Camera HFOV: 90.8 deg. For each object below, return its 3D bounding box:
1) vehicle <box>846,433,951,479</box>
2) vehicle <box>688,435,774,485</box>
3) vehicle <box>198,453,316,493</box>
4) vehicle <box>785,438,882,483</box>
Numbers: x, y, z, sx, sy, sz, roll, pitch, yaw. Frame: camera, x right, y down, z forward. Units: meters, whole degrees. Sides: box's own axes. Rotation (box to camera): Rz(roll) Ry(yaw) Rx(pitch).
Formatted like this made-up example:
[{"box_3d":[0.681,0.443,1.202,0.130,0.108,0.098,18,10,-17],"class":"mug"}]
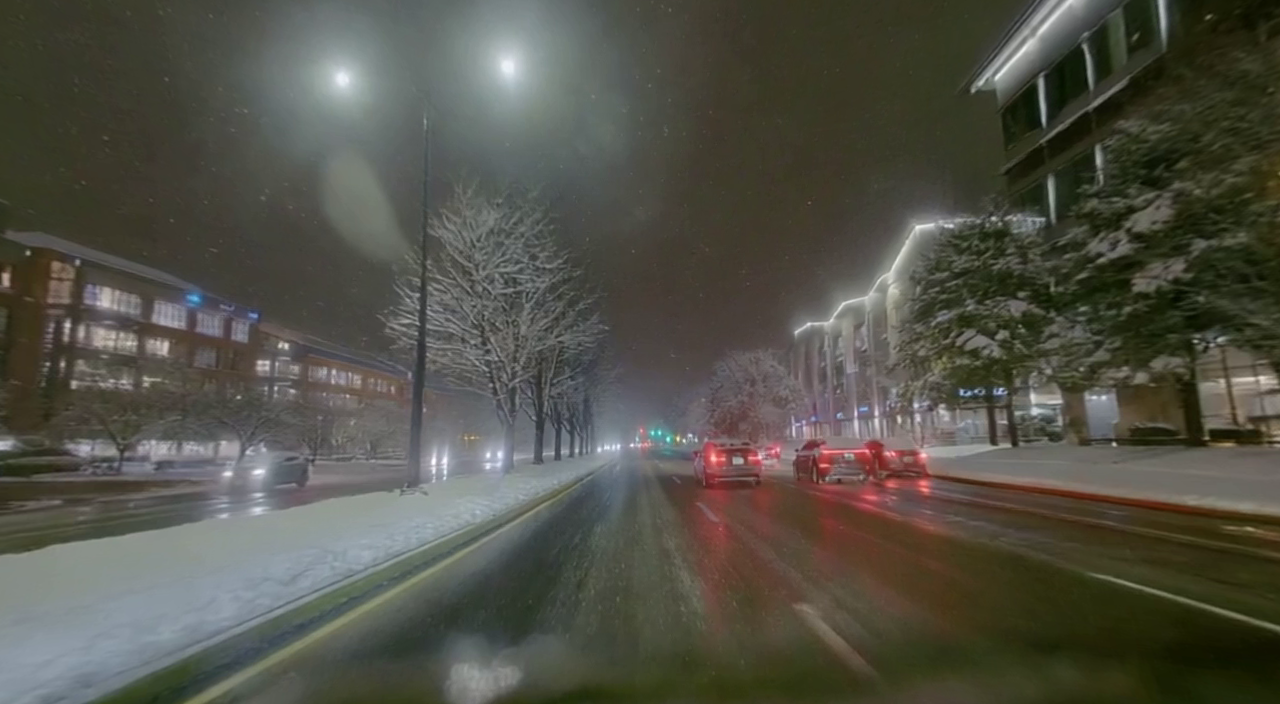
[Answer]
[{"box_3d":[9.776,3.978,24.424,1.952,1.574,5.052,0,-8,0],"class":"vehicle"},{"box_3d":[2.909,3.601,21.341,2.131,1.491,4.496,0,-8,-2],"class":"vehicle"},{"box_3d":[-16.230,5.127,27.151,2.001,1.471,4.836,0,-8,1],"class":"vehicle"},{"box_3d":[6.615,3.745,22.161,1.912,1.411,4.380,0,-8,-2],"class":"vehicle"}]
